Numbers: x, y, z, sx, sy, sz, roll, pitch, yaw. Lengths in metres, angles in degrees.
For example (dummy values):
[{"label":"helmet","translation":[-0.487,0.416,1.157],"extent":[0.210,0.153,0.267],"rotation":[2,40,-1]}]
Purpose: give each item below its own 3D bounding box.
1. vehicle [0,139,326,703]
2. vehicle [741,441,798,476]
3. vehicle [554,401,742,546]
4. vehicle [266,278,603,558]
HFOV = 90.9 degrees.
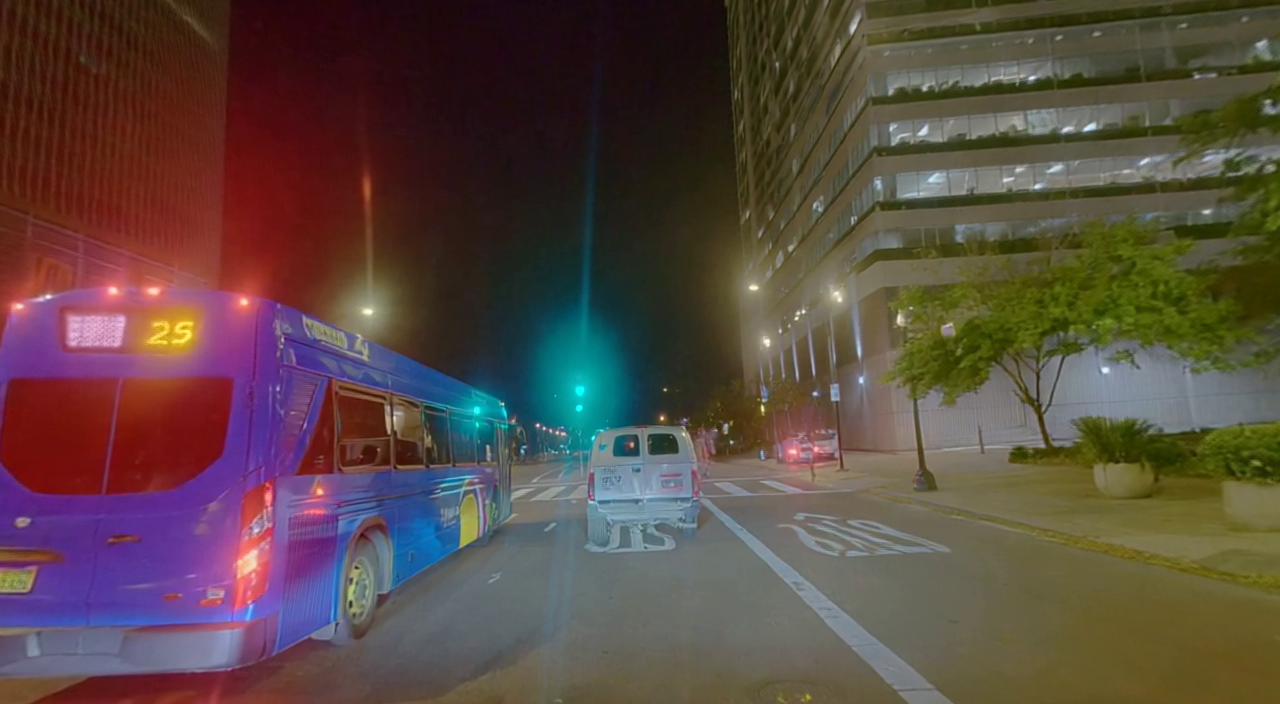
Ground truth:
[{"label":"vehicle","translation":[-2.754,0.331,0.231],"extent":[2.329,2.089,5.659],"rotation":[0,-9,0]},{"label":"vehicle","translation":[6.163,5.103,30.468],"extent":[1.919,1.529,4.059],"rotation":[0,-9,1]},{"label":"vehicle","translation":[0.128,1.946,10.638],"extent":[2.500,1.912,4.270],"rotation":[0,-9,1]},{"label":"vehicle","translation":[-2.881,1.780,14.554],"extent":[3.042,3.445,13.615],"rotation":[0,-9,1]}]
